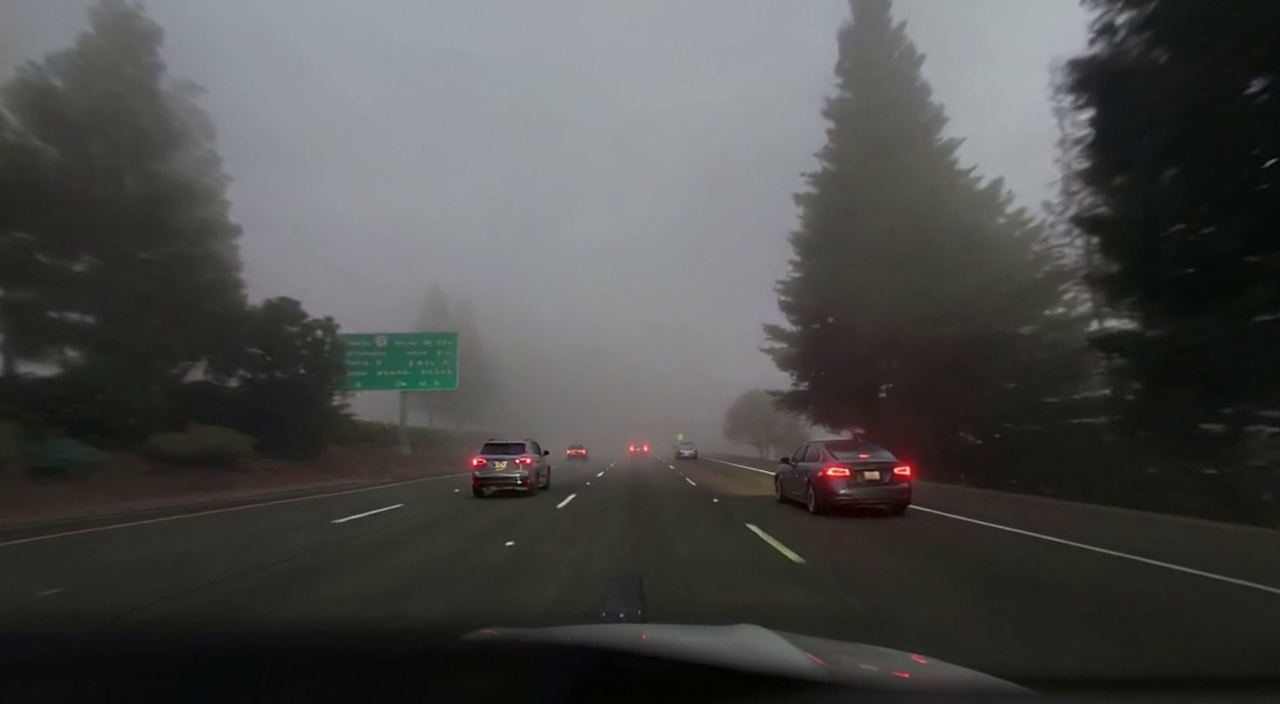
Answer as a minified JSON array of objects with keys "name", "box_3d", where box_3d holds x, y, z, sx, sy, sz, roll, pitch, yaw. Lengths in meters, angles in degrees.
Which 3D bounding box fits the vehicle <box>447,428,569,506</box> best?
[{"name":"vehicle","box_3d":[-3.287,2.981,16.791,2.244,1.755,4.417,0,-9,1]}]

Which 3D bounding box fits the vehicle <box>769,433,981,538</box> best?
[{"name":"vehicle","box_3d":[3.711,2.187,10.989,1.947,1.437,4.345,0,-9,-1]}]

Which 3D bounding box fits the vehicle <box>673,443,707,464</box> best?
[{"name":"vehicle","box_3d":[3.512,7.200,44.961,2.021,1.447,3.985,0,-9,-1]}]
